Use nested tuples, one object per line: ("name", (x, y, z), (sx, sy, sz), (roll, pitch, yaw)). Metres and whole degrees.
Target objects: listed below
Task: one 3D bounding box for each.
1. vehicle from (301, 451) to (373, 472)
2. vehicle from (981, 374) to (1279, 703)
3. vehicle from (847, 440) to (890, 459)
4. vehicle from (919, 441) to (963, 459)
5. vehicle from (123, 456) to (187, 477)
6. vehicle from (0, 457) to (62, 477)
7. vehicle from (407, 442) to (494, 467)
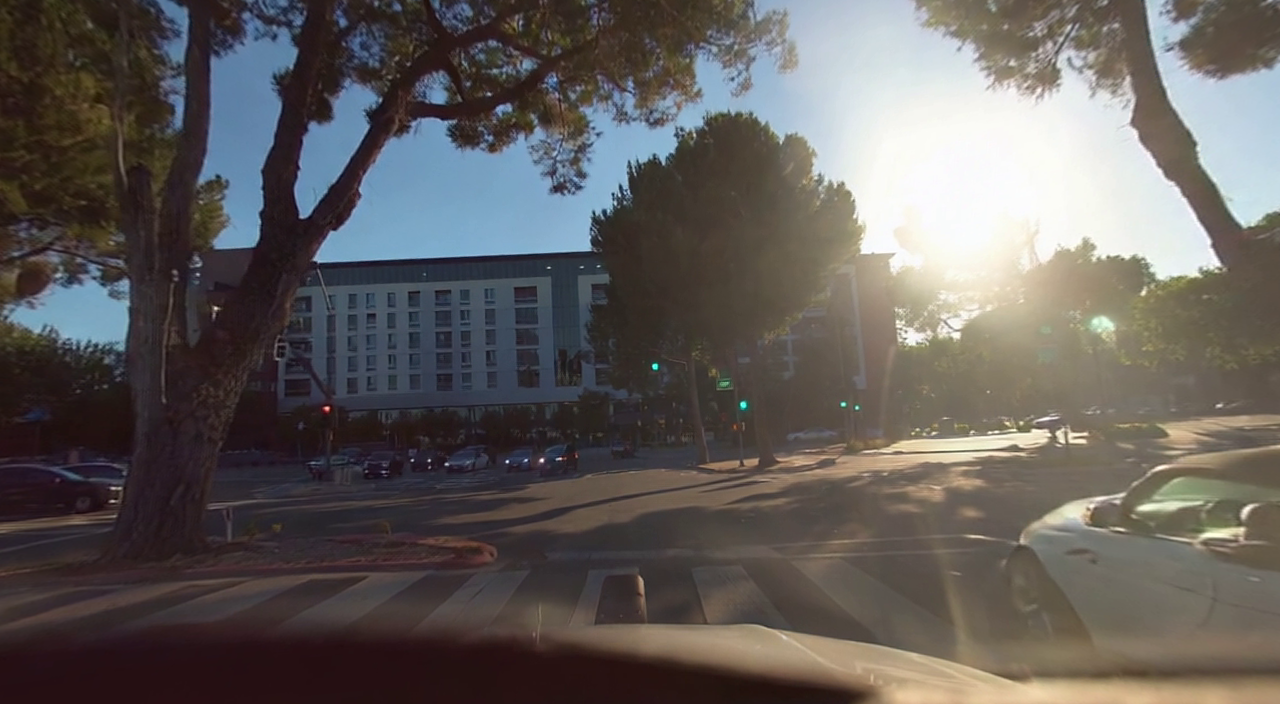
("vehicle", (-21.778, 7.875, 45.570), (4.207, 1.508, 1.875), (0, -9, 2))
("vehicle", (3.304, 0.828, 2.158), (1.903, 1.529, 4.254), (0, -9, 0))
("vehicle", (17.999, 7.713, 49.870), (1.970, 1.449, 3.604), (0, -9, 0))
("vehicle", (23.680, 7.768, 49.877), (1.817, 1.361, 3.253), (0, -9, -1))
("vehicle", (-36.373, 8.583, 47.503), (1.709, 1.410, 3.945), (0, -9, -1))
("vehicle", (-46.228, 8.690, 47.864), (1.627, 1.392, 3.330), (0, -9, -1))
("vehicle", (-14.715, 7.978, 49.305), (6.021, 1.868, 2.172), (0, -9, 1))
